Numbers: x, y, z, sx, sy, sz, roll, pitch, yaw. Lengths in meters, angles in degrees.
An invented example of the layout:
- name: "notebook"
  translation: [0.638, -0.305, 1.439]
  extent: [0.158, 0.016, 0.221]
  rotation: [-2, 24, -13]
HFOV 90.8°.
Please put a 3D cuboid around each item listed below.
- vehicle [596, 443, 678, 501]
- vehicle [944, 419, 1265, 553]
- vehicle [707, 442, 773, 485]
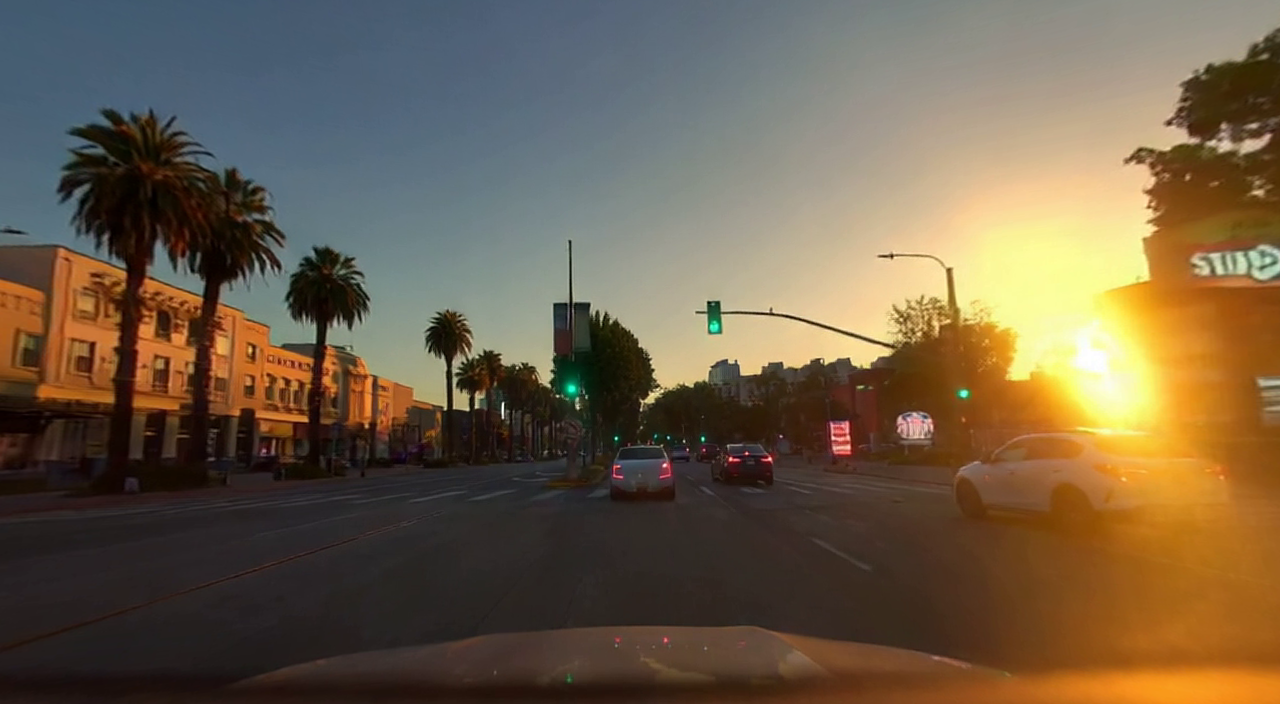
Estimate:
- name: "vehicle"
  translation: [-0.084, 3.394, 18.329]
  extent: [2.110, 1.487, 3.873]
  rotation: [0, -8, 0]
- name: "vehicle"
  translation: [6.882, 2.000, 10.092]
  extent: [1.940, 1.674, 4.085]
  rotation: [0, -8, -1]
- name: "vehicle"
  translation: [3.903, 4.400, 25.316]
  extent: [1.892, 1.532, 4.177]
  rotation: [0, -8, -1]
